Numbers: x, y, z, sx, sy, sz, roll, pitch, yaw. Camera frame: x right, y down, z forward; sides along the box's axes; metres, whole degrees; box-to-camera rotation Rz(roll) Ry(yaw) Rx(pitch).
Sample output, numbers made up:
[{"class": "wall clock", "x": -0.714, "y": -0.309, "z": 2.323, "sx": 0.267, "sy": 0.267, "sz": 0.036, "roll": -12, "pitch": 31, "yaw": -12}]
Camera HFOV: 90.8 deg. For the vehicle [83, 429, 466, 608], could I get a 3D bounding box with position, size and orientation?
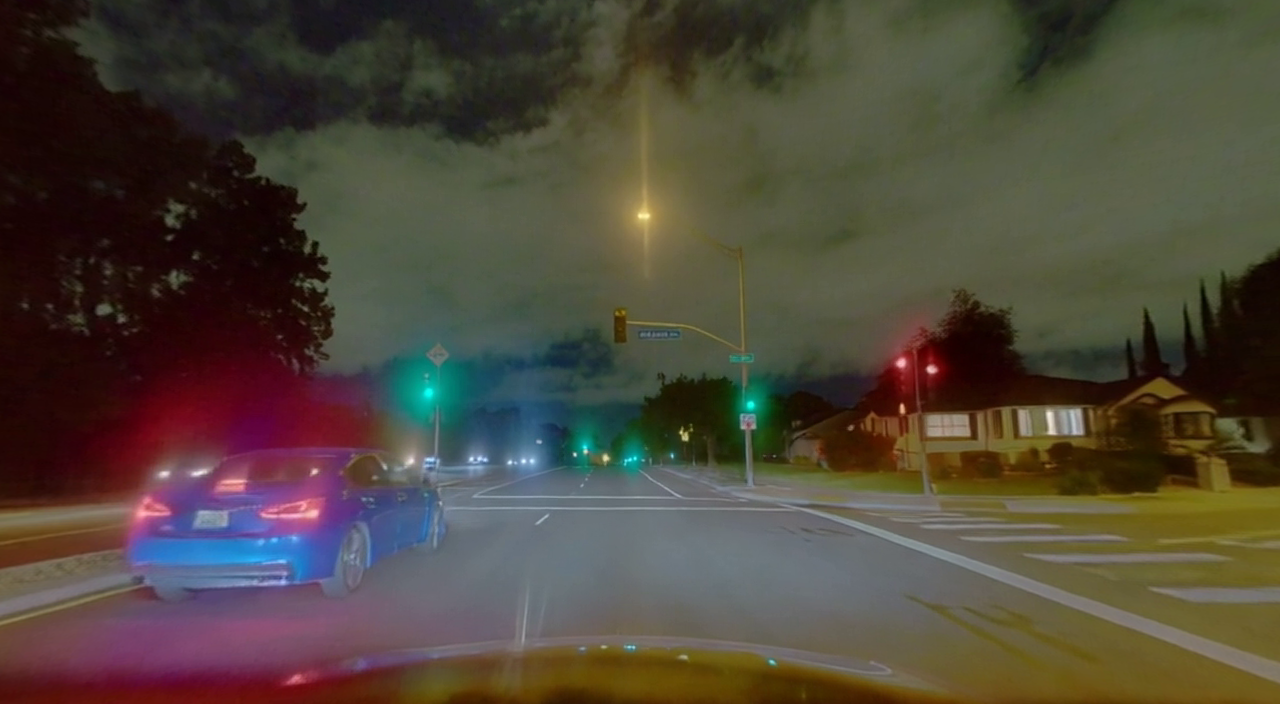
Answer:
[{"class": "vehicle", "x": -3.756, "y": 1.762, "z": 7.715, "sx": 1.980, "sy": 1.508, "sz": 4.502, "roll": 0, "pitch": -9, "yaw": 0}]
